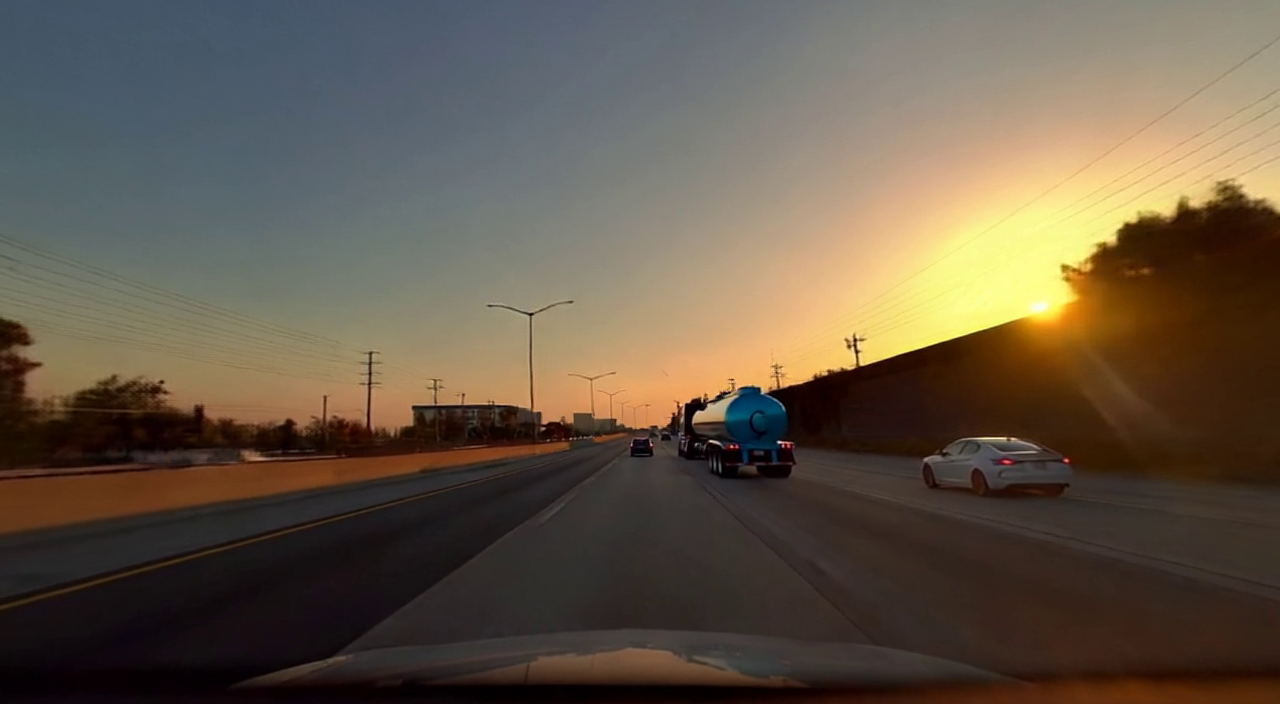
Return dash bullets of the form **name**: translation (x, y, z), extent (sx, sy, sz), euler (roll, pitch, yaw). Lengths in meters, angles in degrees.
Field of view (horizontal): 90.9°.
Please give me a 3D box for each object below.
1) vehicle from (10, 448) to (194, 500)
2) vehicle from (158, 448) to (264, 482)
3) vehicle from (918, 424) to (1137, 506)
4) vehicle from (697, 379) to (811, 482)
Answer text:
- **vehicle**: translation (-17.564, 3.953, 21.006), extent (1.932, 1.493, 4.728), euler (0, -8, 1)
- **vehicle**: translation (-21.076, 5.536, 31.271), extent (1.866, 1.490, 4.776), euler (0, -8, 1)
- **vehicle**: translation (8.157, 2.417, 13.938), extent (1.905, 1.480, 4.624), euler (0, -8, 0)
- **vehicle**: translation (3.900, 3.005, 23.612), extent (2.791, 3.179, 8.074), euler (0, -8, 0)
